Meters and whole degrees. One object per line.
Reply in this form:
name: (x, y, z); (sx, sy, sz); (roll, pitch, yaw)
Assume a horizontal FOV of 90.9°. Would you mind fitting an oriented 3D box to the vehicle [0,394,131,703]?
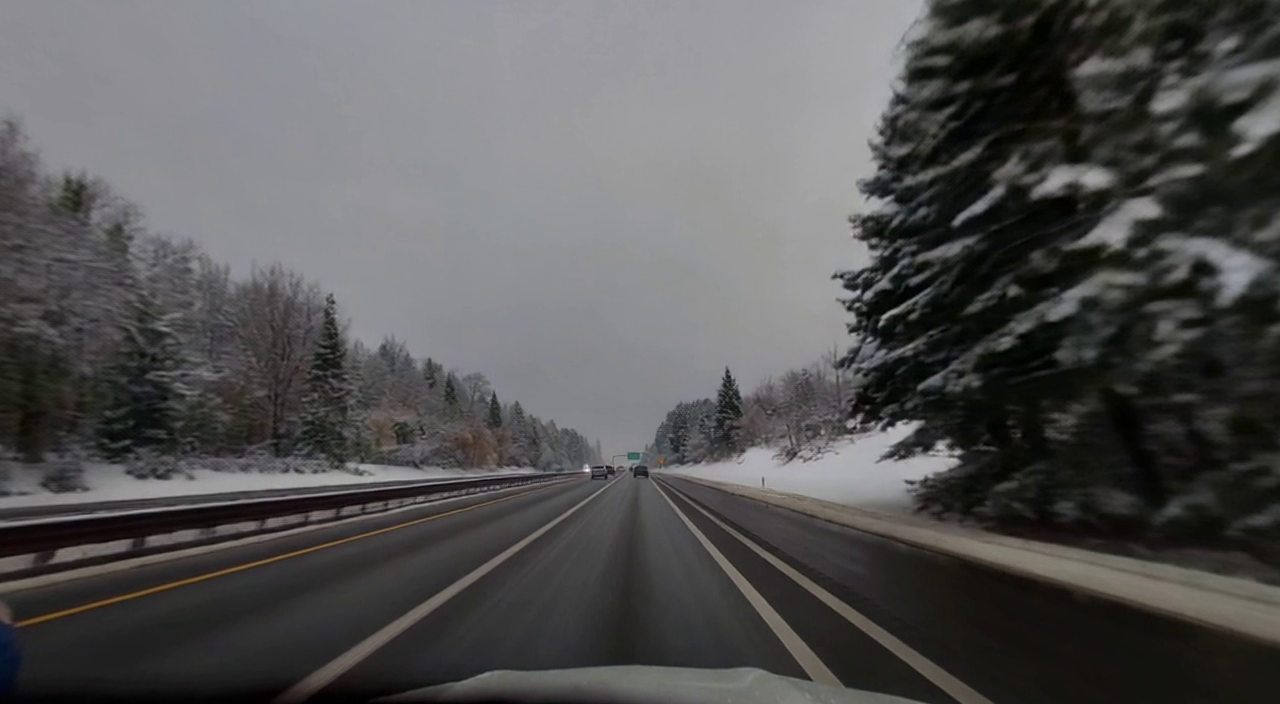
vehicle: (-3.445, 0.632, 0.888); (2.017, 1.516, 4.041); (1, -11, 0)
